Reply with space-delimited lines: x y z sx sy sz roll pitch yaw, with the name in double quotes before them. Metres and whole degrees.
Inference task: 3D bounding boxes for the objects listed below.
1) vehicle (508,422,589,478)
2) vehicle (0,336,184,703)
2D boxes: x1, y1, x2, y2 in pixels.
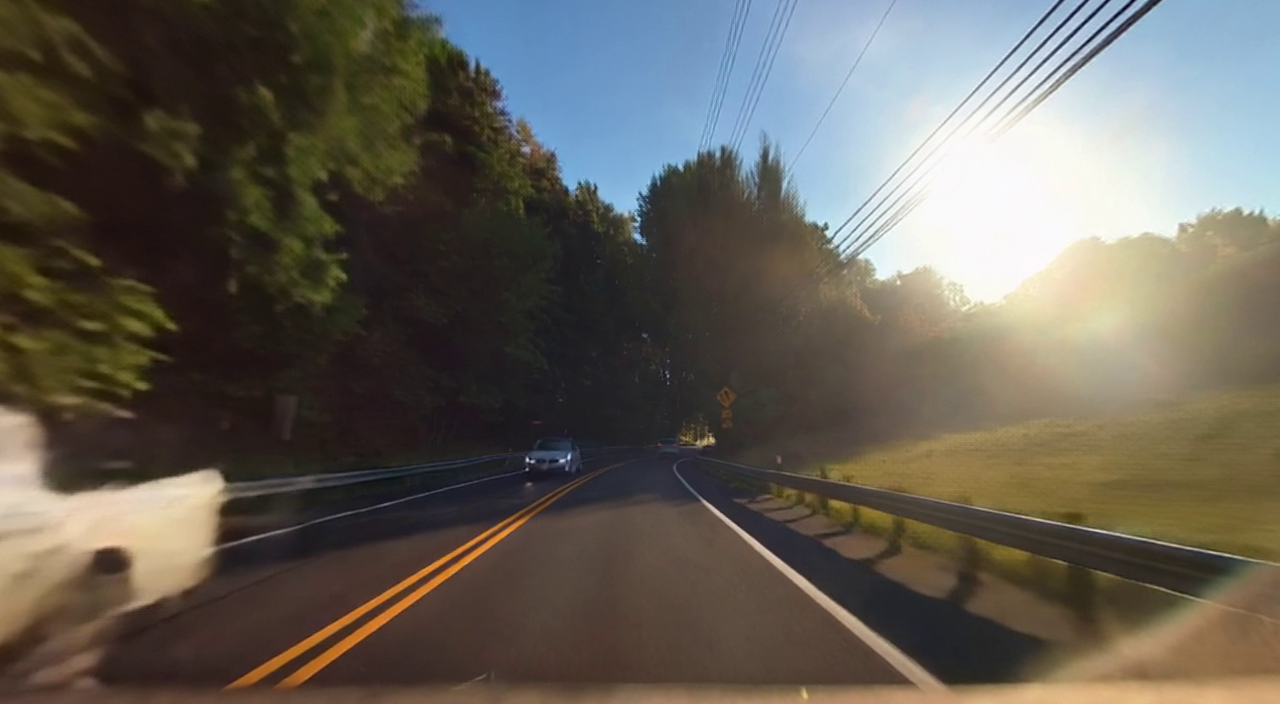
"vehicle" -3.542 3.963 25.662 2.343 1.998 4.973 -1 -9 2
"vehicle" -3.822 0.654 1.408 2.120 1.821 4.650 0 -9 0
